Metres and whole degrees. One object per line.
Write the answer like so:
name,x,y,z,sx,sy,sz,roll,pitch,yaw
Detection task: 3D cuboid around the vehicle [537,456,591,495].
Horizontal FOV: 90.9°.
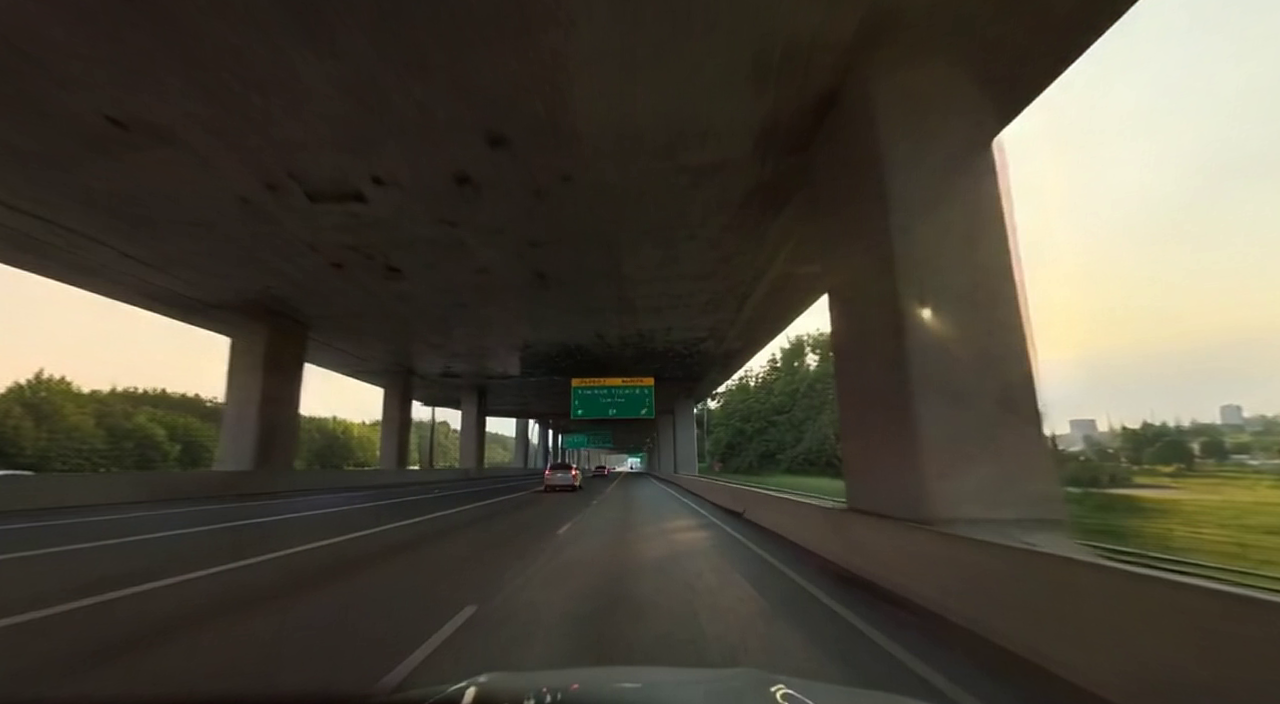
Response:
vehicle,-3.483,5.756,29.526,2.092,1.642,3.895,1,-11,-1

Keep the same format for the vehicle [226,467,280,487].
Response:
vehicle,-29.069,9.400,47.398,1.706,1.394,3.719,1,-11,-2
